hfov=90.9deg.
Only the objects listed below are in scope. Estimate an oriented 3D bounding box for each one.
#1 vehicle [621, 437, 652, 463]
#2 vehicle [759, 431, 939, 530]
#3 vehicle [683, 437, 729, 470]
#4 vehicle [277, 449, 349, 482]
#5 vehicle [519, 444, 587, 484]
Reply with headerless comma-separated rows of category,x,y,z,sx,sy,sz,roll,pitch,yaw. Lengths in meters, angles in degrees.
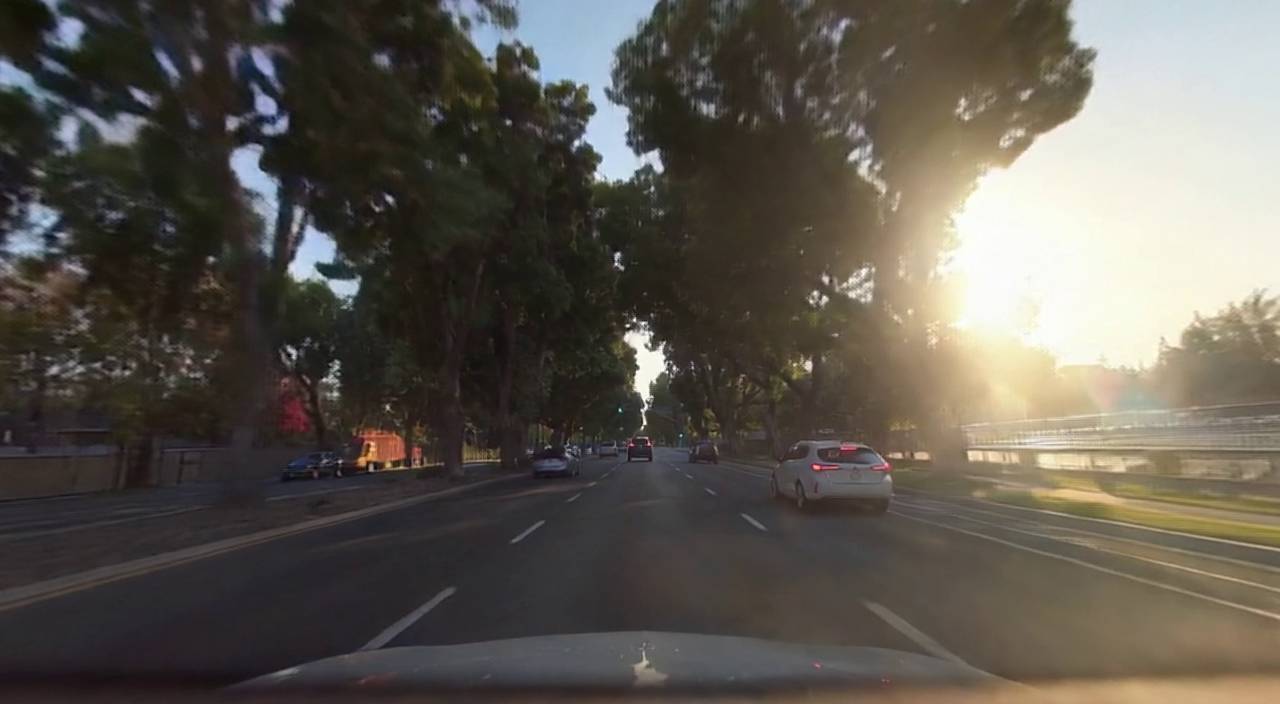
vehicle,-0.284,7.431,47.915,2.247,1.882,4.603,0,-8,-1
vehicle,3.619,2.283,11.867,1.919,1.502,4.232,0,-8,0
vehicle,3.550,5.542,34.649,1.980,1.709,4.367,0,-8,-1
vehicle,-22.409,7.744,43.470,2.159,1.908,5.564,-2,-8,-1
vehicle,-3.189,4.177,23.899,2.013,1.354,3.908,0,-8,0
